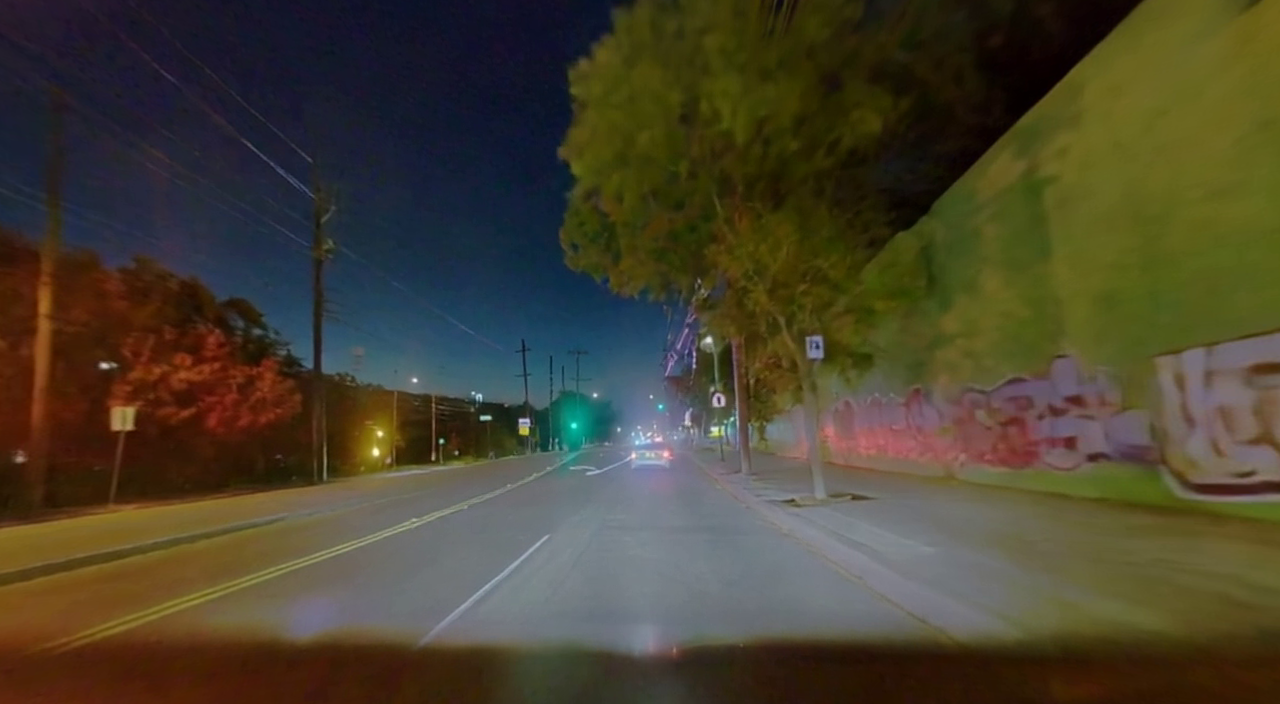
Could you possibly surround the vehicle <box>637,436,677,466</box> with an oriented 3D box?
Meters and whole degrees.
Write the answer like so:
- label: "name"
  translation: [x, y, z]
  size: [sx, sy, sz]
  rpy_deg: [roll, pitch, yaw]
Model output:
- label: "vehicle"
  translation: [0.989, 5.528, 35.398]
  size: [2.105, 1.611, 3.750]
  rpy_deg: [-1, -8, 3]
